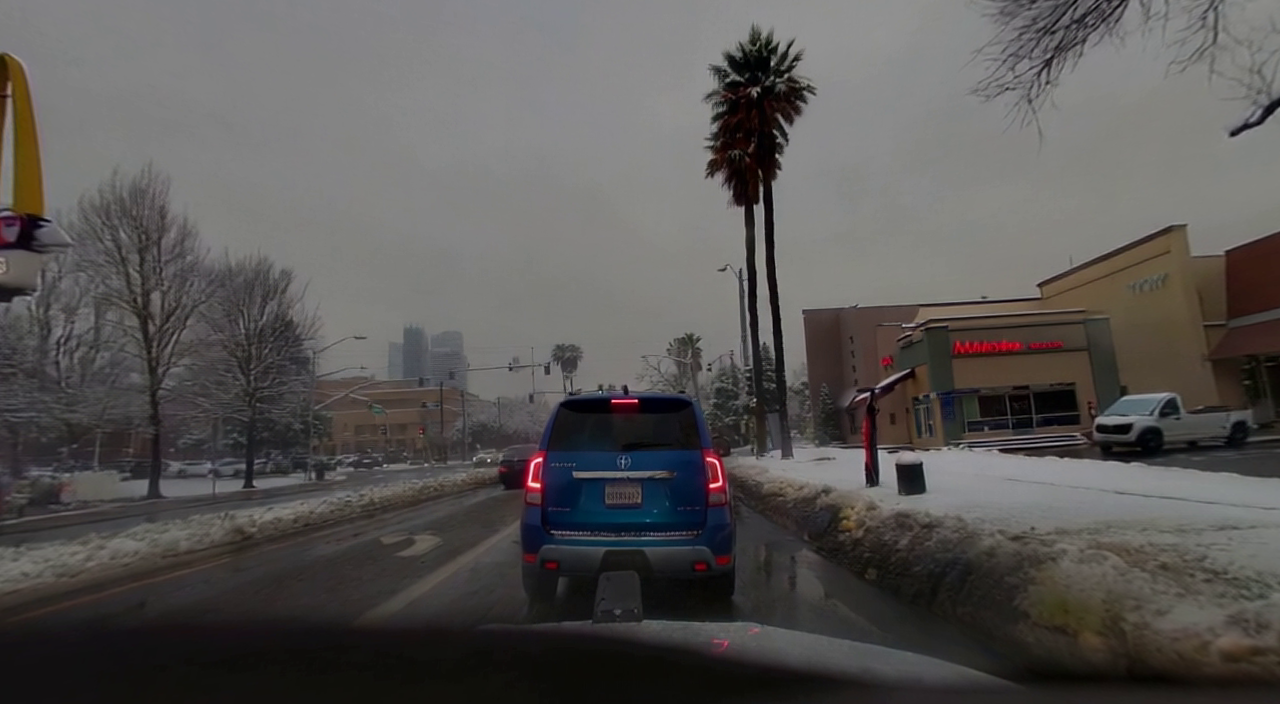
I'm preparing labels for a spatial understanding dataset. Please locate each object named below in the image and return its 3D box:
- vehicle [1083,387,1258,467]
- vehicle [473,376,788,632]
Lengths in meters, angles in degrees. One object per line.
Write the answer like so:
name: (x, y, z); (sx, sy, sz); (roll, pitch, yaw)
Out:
vehicle: (16.113, 2.347, 19.077); (6.060, 2.047, 2.490); (6, -11, -36)
vehicle: (-0.121, 1.363, 6.530); (2.234, 1.818, 3.869); (0, -8, -2)
